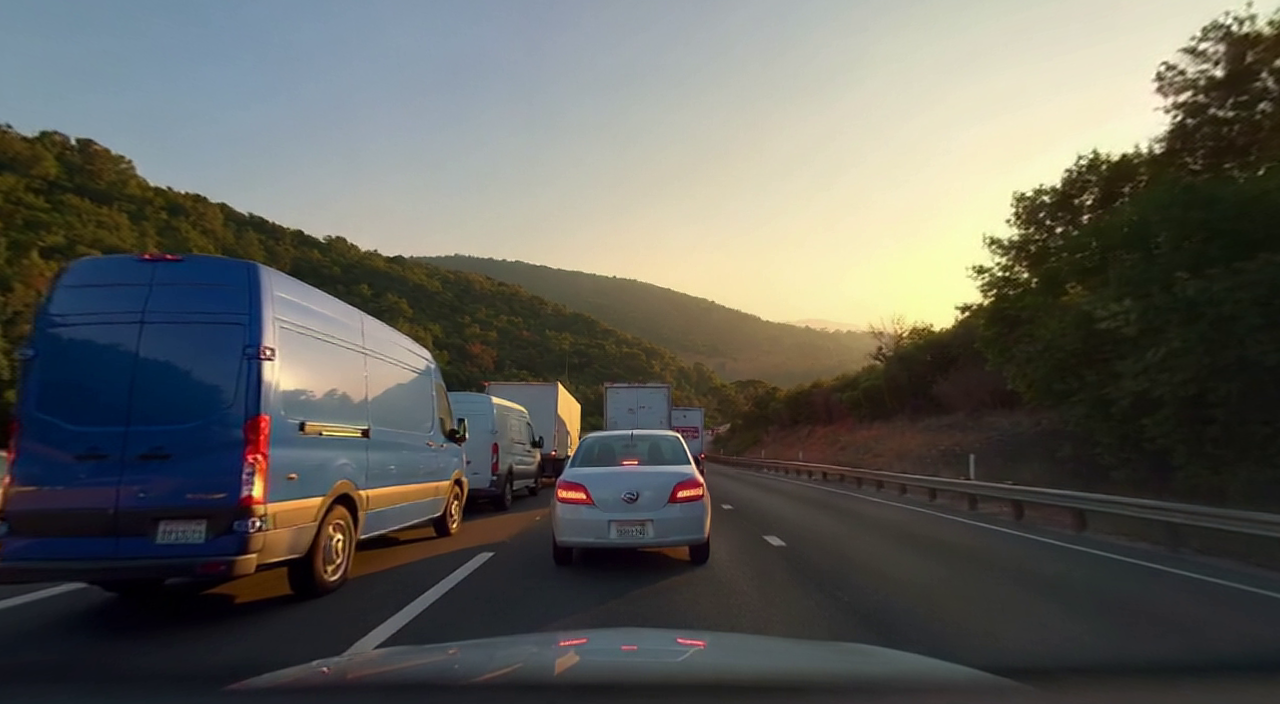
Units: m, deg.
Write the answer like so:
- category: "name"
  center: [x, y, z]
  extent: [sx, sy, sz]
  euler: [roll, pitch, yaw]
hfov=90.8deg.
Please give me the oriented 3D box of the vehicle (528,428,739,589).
- category: "vehicle"
  center: [-0.088, 1.752, 7.743]
  extent: [1.995, 1.495, 3.380]
  euler: [0, -9, -1]

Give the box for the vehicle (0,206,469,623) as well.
- category: "vehicle"
  center: [-4.049, 0.871, 7.673]
  extent: [2.254, 2.879, 6.656]
  euler: [0, -9, -2]
